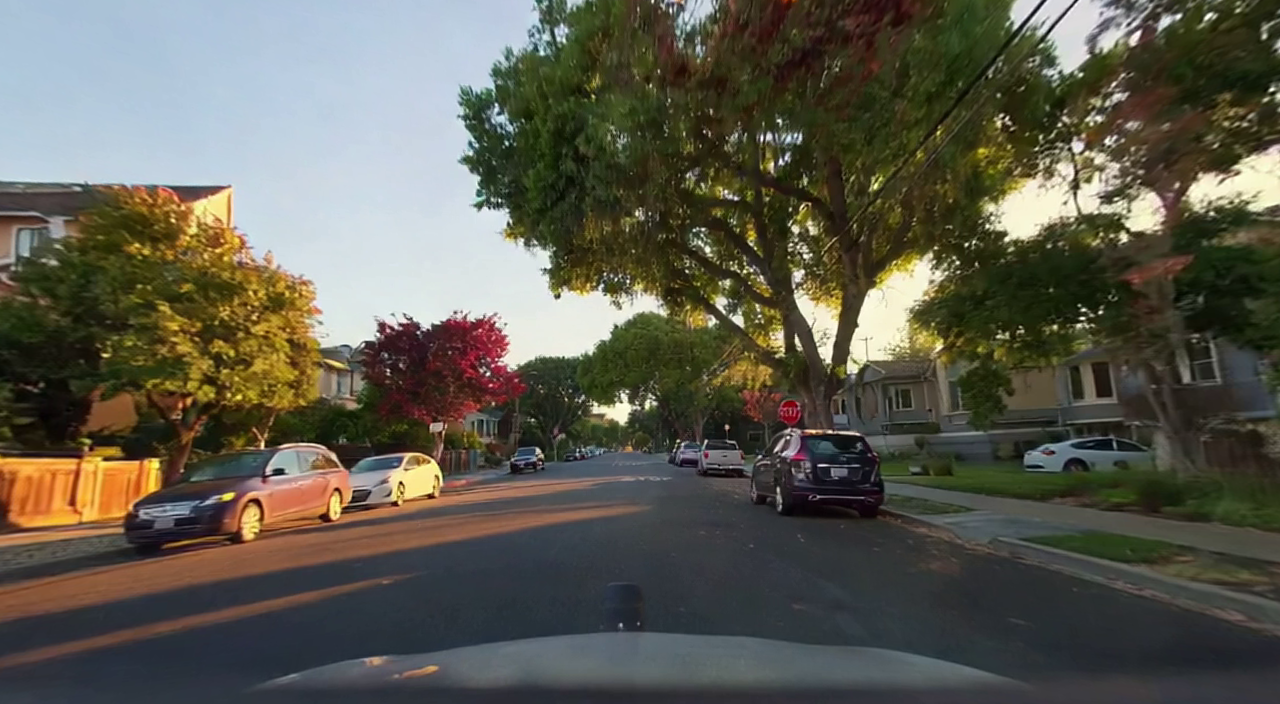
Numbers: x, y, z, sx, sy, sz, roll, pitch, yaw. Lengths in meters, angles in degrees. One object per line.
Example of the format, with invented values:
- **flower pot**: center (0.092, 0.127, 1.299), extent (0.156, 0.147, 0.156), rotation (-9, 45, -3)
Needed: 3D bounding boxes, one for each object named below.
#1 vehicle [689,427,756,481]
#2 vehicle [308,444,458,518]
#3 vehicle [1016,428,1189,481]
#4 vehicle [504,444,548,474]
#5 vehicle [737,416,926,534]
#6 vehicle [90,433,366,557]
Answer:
- **vehicle**: center (3.402, 4.360, 27.276), extent (2.111, 2.054, 5.748), rotation (0, -9, 0)
- **vehicle**: center (-6.762, 3.456, 17.208), extent (2.086, 1.516, 4.568), rotation (-6, -11, 1)
- **vehicle**: center (15.958, 3.580, 21.978), extent (4.369, 1.469, 1.924), rotation (-3, -11, 0)
- **vehicle**: center (-7.427, 7.078, 41.398), extent (1.980, 1.664, 4.342), rotation (-5, -11, 0)
- **vehicle**: center (3.188, 2.156, 11.615), extent (2.069, 1.750, 4.294), rotation (0, -9, -1)
- **vehicle**: center (-7.160, 2.489, 11.797), extent (2.058, 1.814, 4.624), rotation (0, -9, -1)
